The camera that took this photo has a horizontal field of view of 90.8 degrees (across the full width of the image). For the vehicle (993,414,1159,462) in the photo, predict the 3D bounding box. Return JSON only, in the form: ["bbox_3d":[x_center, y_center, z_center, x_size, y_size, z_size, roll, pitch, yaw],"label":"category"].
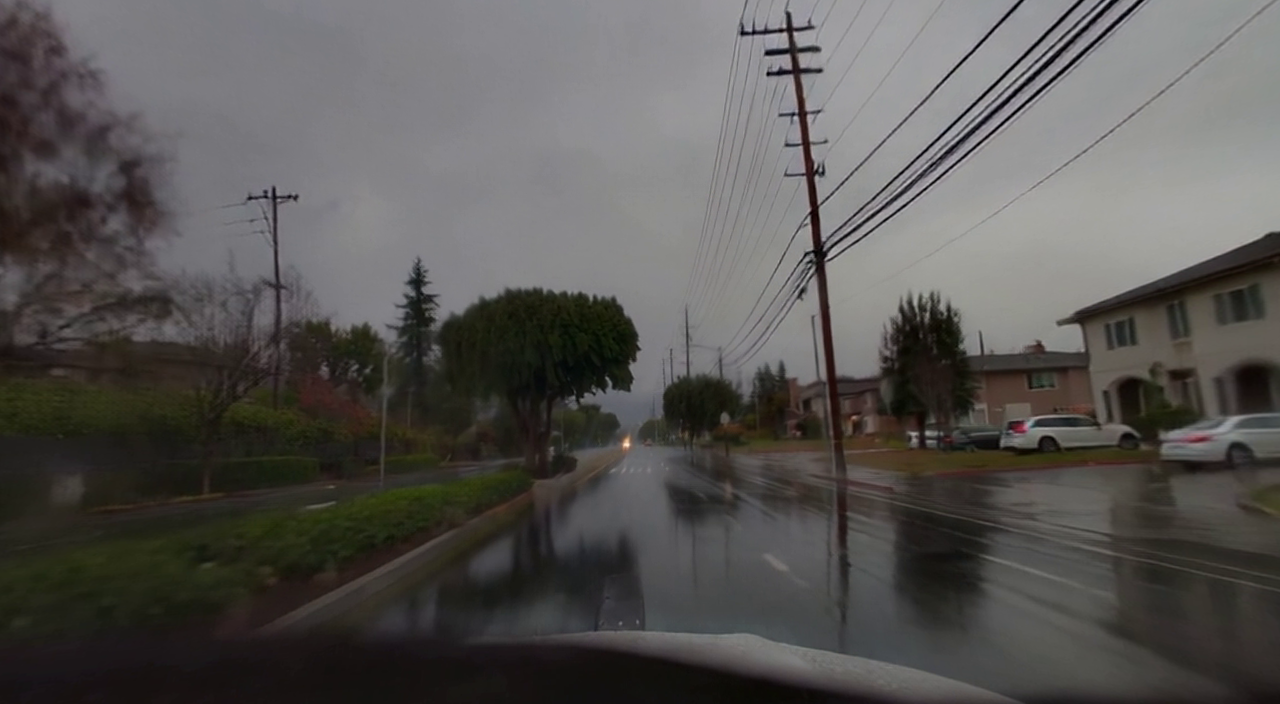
[{"bbox_3d":[16.820,3.350,24.572,4.833,1.786,2.136,0,-8,-1],"label":"vehicle"}]

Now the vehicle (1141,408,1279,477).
[{"bbox_3d":[16.698,2.431,17.032,4.560,1.725,2.096,0,-8,-2],"label":"vehicle"}]

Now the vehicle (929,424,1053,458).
[{"bbox_3d":[16.605,4.230,30.065,4.681,1.541,2.049,0,-8,-3],"label":"vehicle"}]
